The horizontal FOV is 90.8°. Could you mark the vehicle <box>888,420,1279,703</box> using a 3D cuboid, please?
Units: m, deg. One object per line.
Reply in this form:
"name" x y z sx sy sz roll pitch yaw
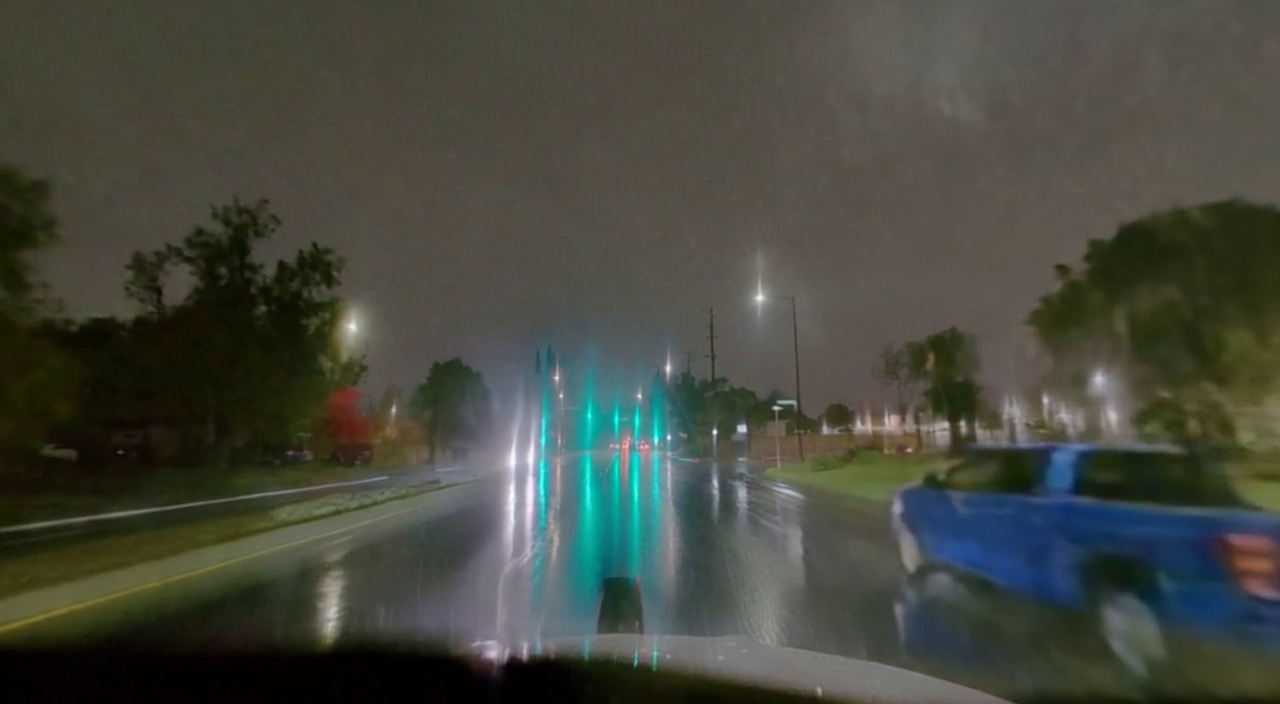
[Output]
"vehicle" 3.737 1.353 4.821 1.942 1.502 4.244 0 -8 0
